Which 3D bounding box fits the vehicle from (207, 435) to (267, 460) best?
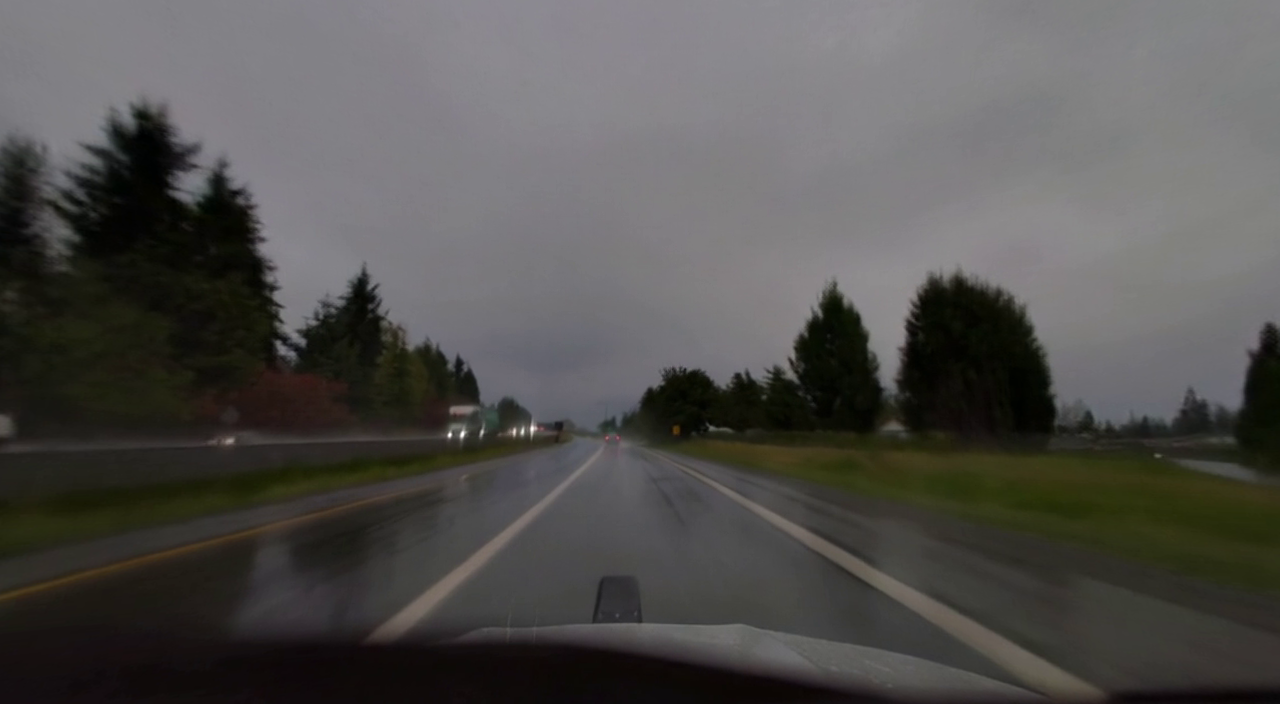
[{"bbox_3d":[-25.351,5.997,39.847,1.863,1.467,4.431,2,-7,-15],"label":"vehicle"}]
